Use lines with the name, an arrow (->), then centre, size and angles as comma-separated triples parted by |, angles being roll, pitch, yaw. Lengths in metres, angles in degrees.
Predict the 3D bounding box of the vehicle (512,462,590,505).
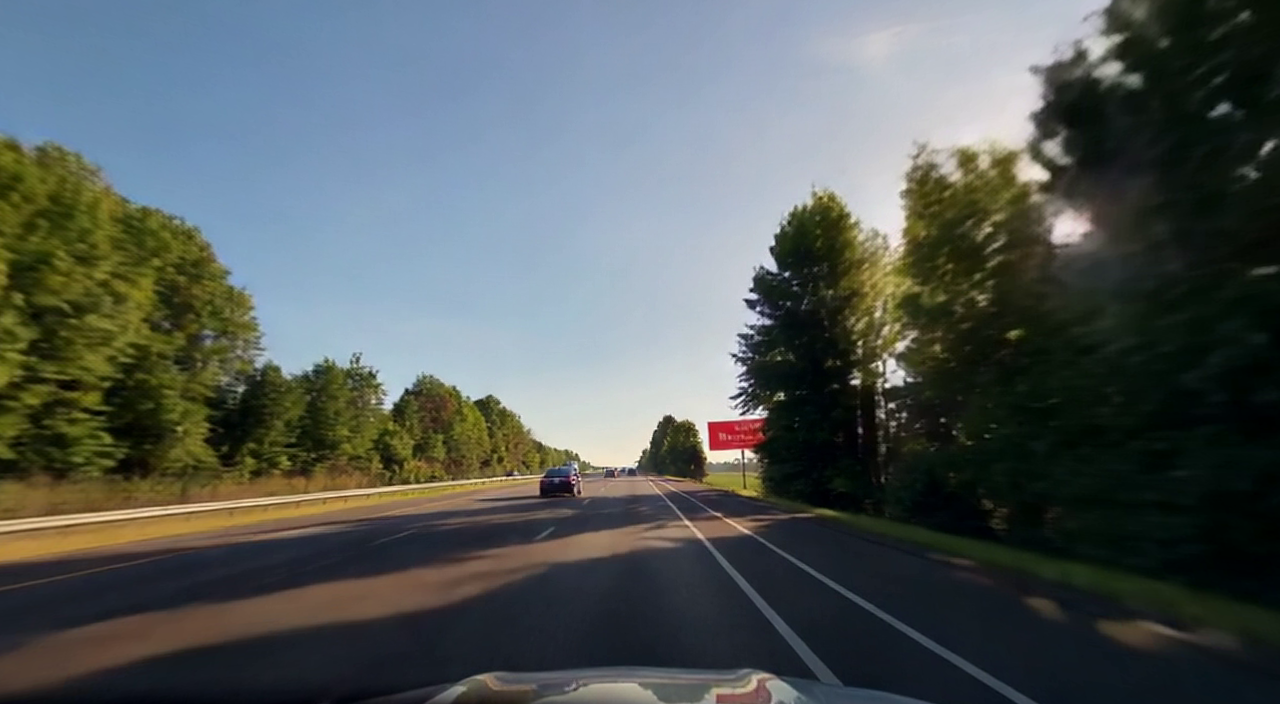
vehicle -> -3.240, 4.950, 23.948 | 2.183, 1.435, 4.653 | 0, -10, 1
